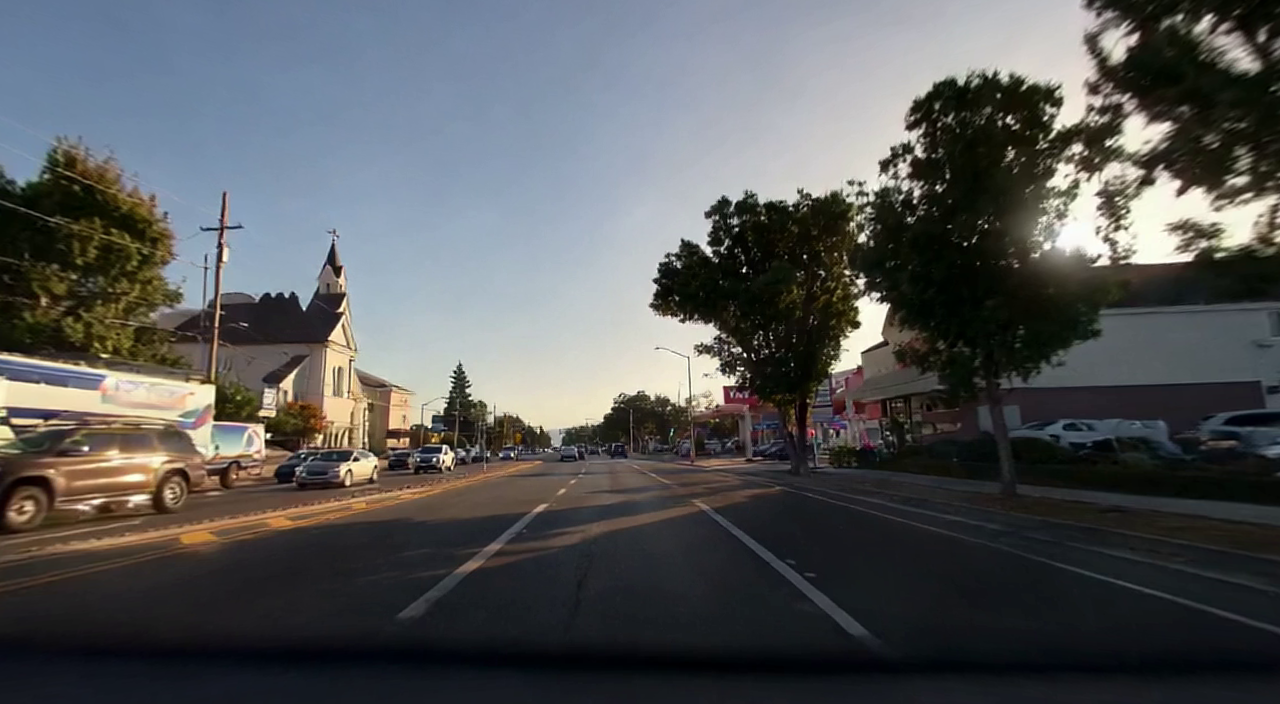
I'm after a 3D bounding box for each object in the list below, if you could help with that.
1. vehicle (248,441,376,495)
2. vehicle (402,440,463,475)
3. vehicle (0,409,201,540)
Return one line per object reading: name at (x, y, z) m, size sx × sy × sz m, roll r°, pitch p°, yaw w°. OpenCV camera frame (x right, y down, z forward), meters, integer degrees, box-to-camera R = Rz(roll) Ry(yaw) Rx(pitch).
vehicle at (-11.510, 4.070, 22.653) m, size 2.134 × 1.705 × 4.710 m, roll 0°, pitch -8°, yaw -1°
vehicle at (-12.391, 6.337, 38.124) m, size 2.206 × 1.922 × 4.968 m, roll 0°, pitch -8°, yaw -2°
vehicle at (-11.504, 2.245, 11.989) m, size 2.292 × 2.096 × 5.647 m, roll 0°, pitch -8°, yaw -1°
